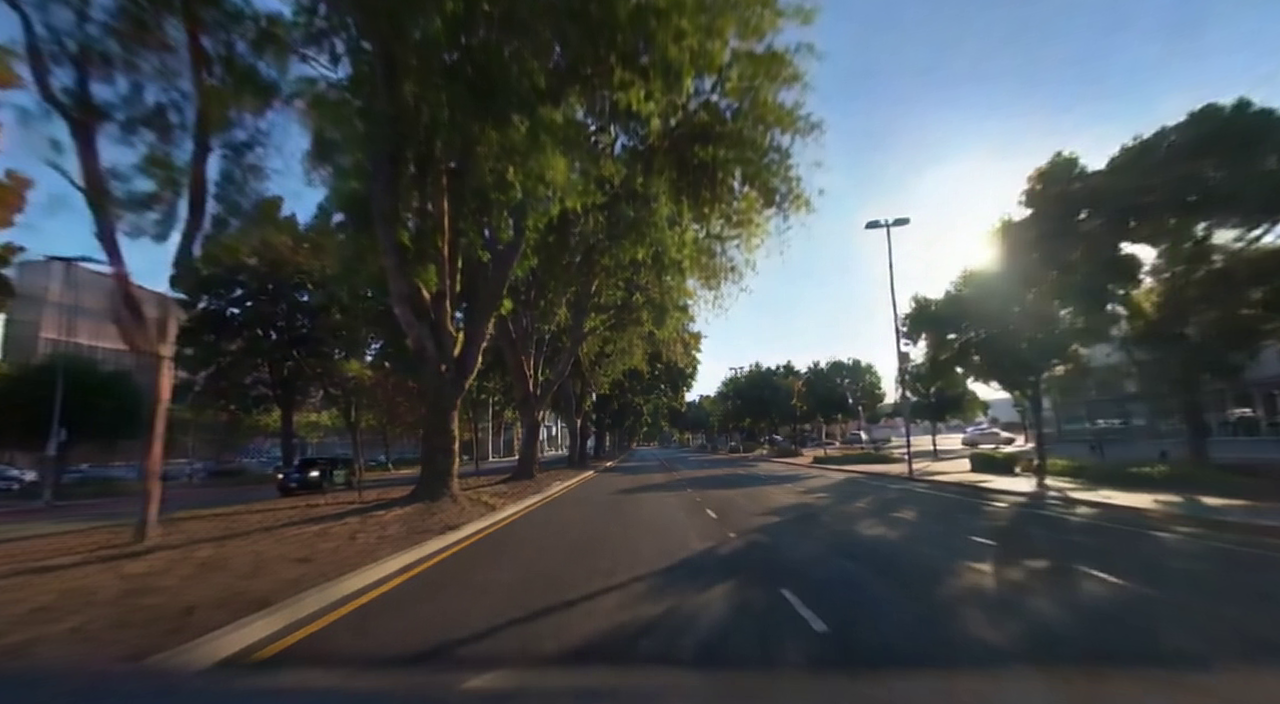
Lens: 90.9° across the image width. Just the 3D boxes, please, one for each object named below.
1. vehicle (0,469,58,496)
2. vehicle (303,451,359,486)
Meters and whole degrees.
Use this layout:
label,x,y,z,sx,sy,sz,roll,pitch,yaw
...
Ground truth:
label,x,y,z,sx,sy,sz,roll,pitch,yaw
vehicle,-37.579,7.772,37.556,1.736,1.393,4.317,0,-8,-2
vehicle,-15.003,5.628,30.849,2.129,1.494,5.184,3,-9,-23
